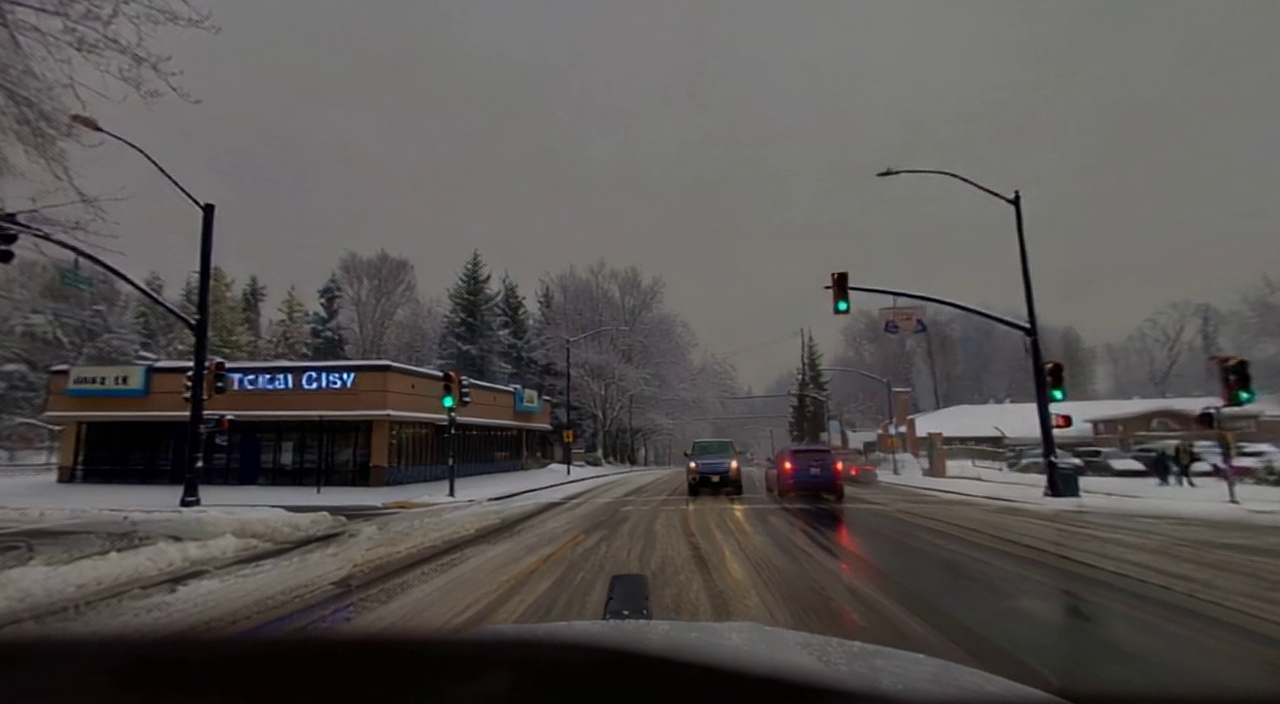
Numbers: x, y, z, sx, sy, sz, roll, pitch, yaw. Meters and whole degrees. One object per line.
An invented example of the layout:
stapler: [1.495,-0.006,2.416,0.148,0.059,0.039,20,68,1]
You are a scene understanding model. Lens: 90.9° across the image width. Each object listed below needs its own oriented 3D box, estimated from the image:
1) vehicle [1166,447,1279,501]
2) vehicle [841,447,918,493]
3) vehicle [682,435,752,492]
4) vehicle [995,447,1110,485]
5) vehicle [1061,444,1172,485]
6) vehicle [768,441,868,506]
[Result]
vehicle: [18.772,3.863,20.363,1.875,1.543,3.853,-5,-10,28]
vehicle: [9.617,4.742,25.661,1.792,1.682,4.089,-1,-9,5]
vehicle: [2.850,4.268,24.554,2.390,1.948,5.344,-1,-9,4]
vehicle: [18.890,5.187,29.101,1.924,1.579,4.084,2,-9,-17]
vehicle: [21.539,5.071,28.670,1.748,1.695,3.640,2,-9,-13]
vehicle: [5.290,3.640,19.448,2.048,1.725,4.754,-1,-9,4]
